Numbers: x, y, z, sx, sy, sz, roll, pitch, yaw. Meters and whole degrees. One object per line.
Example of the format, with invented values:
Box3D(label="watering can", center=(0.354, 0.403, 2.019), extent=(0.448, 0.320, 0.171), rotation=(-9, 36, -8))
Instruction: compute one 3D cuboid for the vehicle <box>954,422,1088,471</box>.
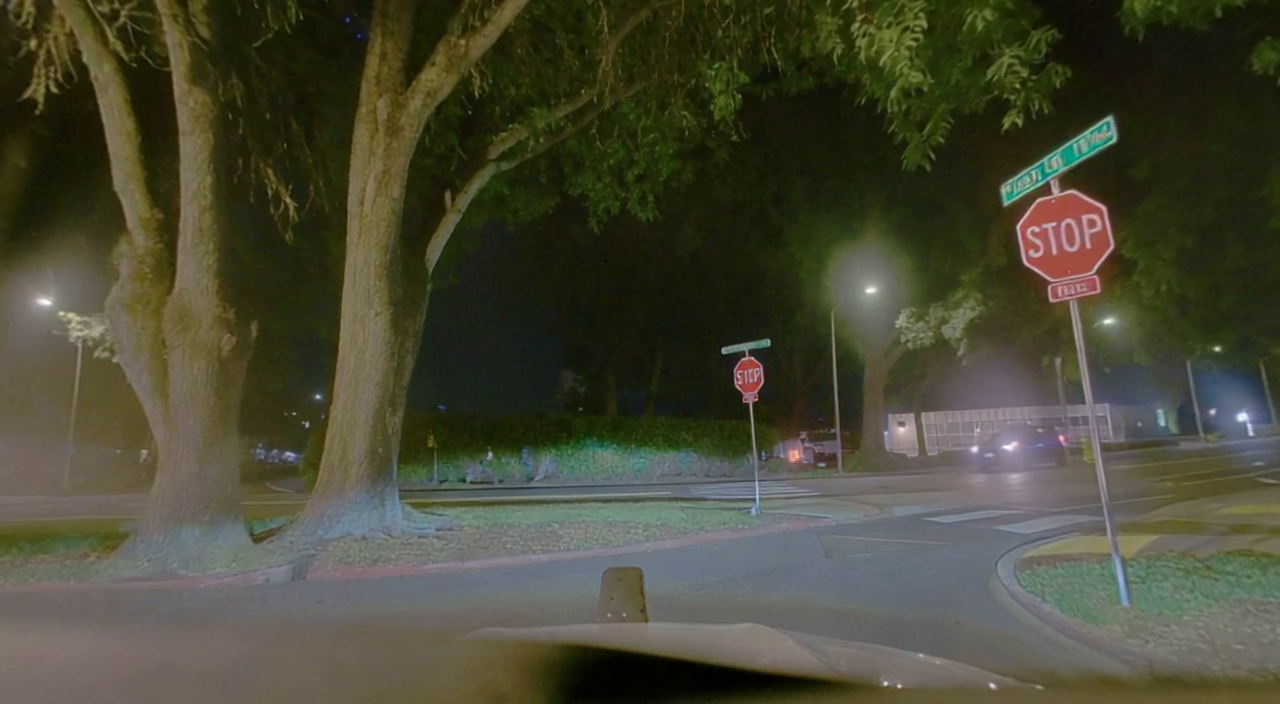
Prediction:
Box3D(label="vehicle", center=(12.953, 3.201, 21.371), extent=(4.473, 1.474, 2.108), rotation=(6, -10, -34))
